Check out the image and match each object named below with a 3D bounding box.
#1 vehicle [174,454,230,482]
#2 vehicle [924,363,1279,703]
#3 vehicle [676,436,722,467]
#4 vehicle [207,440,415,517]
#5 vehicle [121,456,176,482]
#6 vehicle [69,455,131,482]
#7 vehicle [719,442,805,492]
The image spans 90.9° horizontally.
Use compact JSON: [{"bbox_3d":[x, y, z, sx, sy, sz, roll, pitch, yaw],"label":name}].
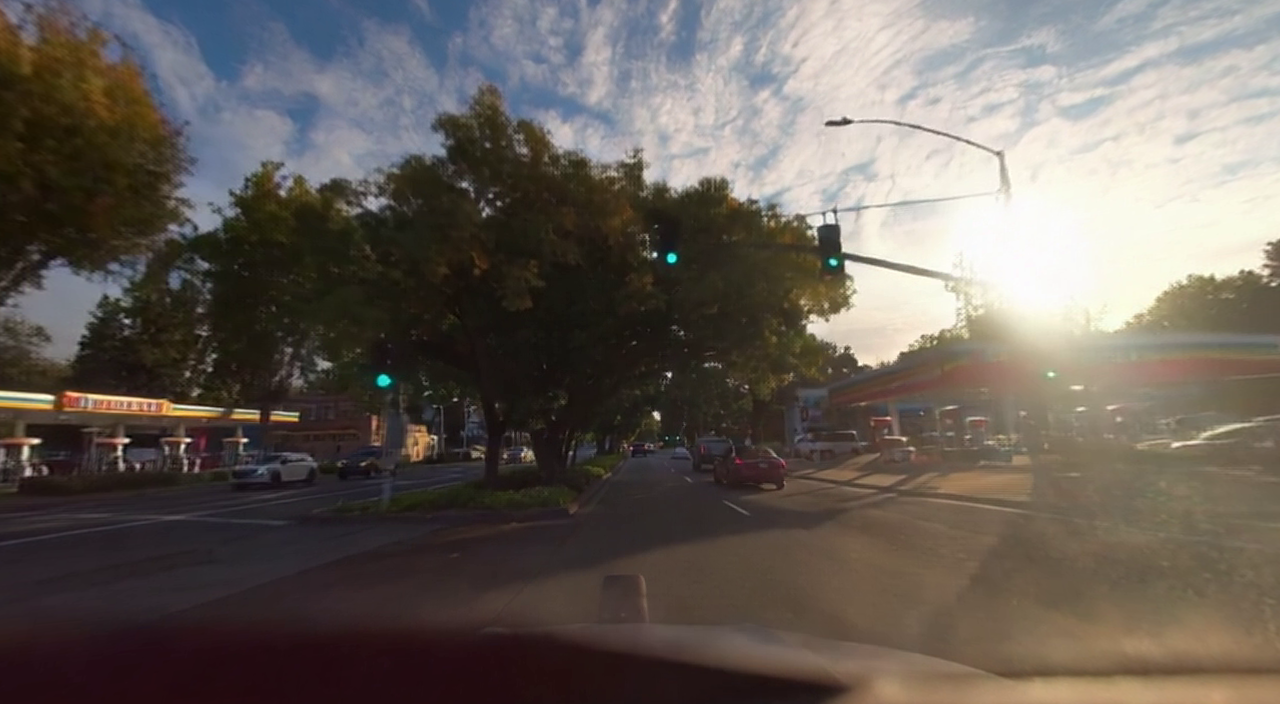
[{"bbox_3d":[-31.318,8.263,45.200,2.169,1.834,3.779,2,-9,-17],"label":"vehicle"},{"bbox_3d":[3.845,1.047,3.906,1.875,1.665,4.931,0,-9,0],"label":"vehicle"},{"bbox_3d":[4.006,6.867,43.778,2.611,1.983,5.165,0,-8,-1],"label":"vehicle"},{"bbox_3d":[-8.229,3.173,16.567,2.842,1.476,4.980,-3,-7,0],"label":"vehicle"},{"bbox_3d":[-34.163,8.115,43.895,1.803,1.675,3.674,3,-9,-18],"label":"vehicle"},{"bbox_3d":[-36.270,7.811,42.461,1.755,1.670,3.889,3,-9,-19],"label":"vehicle"},{"bbox_3d":[3.831,3.680,20.518,1.871,1.442,4.122,0,-8,-1],"label":"vehicle"}]
